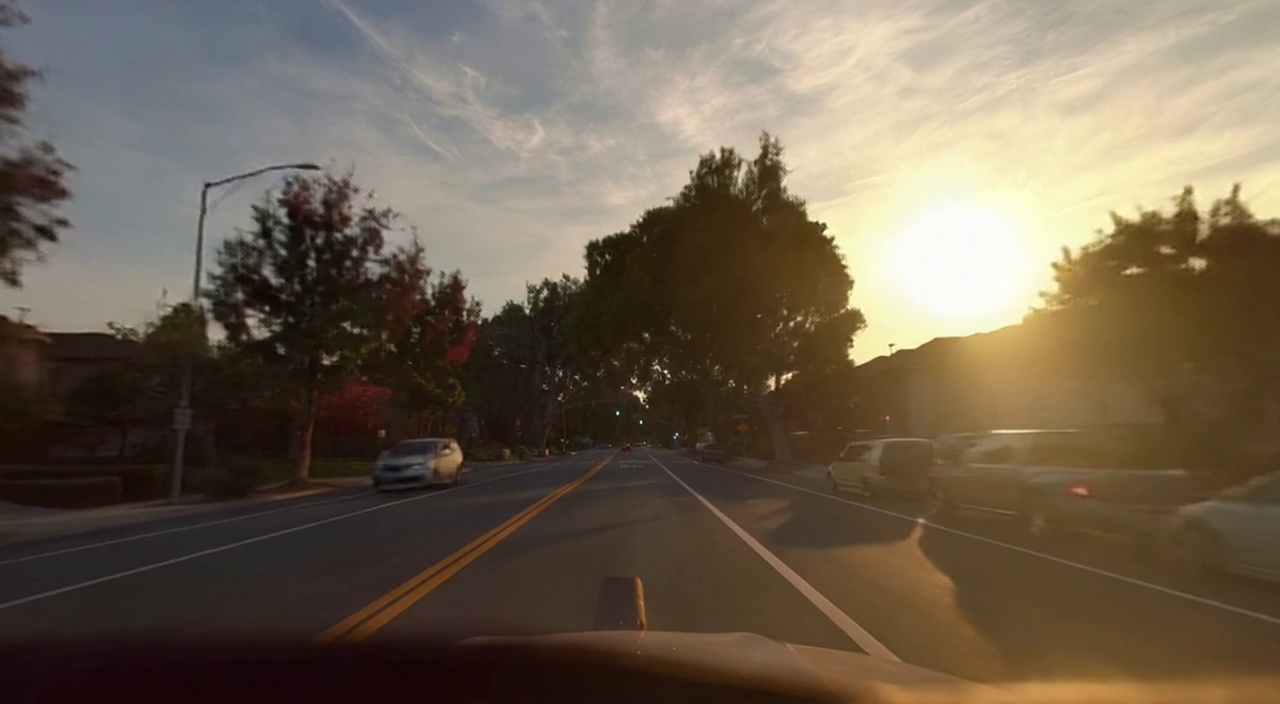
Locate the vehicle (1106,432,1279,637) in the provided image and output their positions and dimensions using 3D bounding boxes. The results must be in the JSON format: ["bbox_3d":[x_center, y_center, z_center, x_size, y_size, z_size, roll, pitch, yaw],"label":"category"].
[{"bbox_3d":[6.434,1.457,4.873,2.226,1.682,4.461,0,-8,0],"label":"vehicle"}]

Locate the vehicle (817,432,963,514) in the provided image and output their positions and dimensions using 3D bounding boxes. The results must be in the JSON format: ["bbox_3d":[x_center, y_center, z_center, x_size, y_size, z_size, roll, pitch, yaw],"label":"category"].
[{"bbox_3d":[6.452,3.144,16.928,2.108,1.897,4.180,0,-8,-1],"label":"vehicle"}]

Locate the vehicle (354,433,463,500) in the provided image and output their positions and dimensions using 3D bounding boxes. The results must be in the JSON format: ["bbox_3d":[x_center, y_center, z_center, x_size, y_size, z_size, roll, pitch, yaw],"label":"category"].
[{"bbox_3d":[-7.078,3.515,19.774,1.907,1.860,3.840,0,-8,0],"label":"vehicle"}]

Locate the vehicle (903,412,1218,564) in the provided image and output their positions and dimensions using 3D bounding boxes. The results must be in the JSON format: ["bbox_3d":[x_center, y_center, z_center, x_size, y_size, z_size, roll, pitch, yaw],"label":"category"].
[{"bbox_3d":[6.551,2.139,10.733,2.120,1.986,4.543,0,-8,-1],"label":"vehicle"}]
